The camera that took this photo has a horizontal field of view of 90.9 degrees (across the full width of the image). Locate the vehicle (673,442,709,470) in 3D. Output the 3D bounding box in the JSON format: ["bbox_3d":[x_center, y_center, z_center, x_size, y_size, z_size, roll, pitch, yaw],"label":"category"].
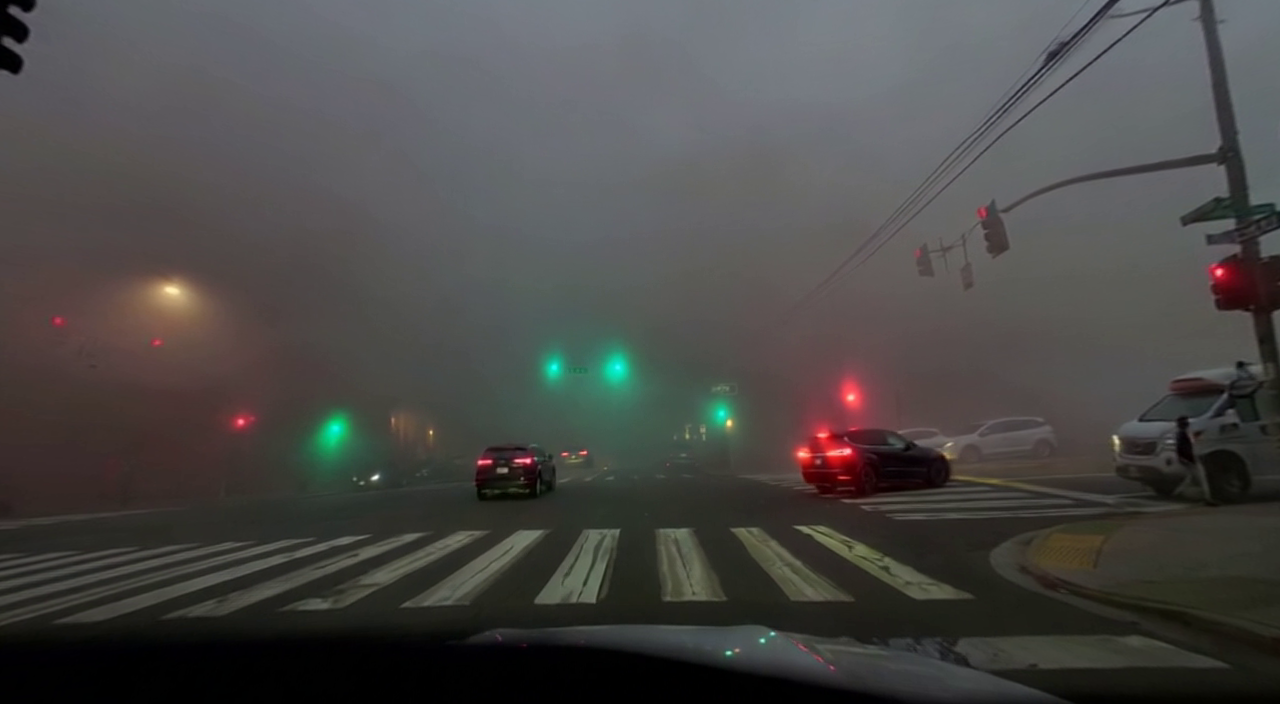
[{"bbox_3d":[3.336,6.925,42.121,1.924,1.765,3.954,0,-8,-2],"label":"vehicle"}]

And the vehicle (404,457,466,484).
[{"bbox_3d":[-12.349,7.154,38.312,1.934,1.434,4.636,-1,-8,4],"label":"vehicle"}]

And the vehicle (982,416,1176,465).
[{"bbox_3d":[13.997,2.859,20.335,4.801,1.497,1.895,0,-8,0],"label":"vehicle"}]

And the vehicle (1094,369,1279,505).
[{"bbox_3d":[11.957,1.537,11.465,5.523,2.219,2.251,0,-8,1],"label":"vehicle"}]

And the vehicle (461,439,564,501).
[{"bbox_3d":[-3.376,3.192,17.420,1.973,1.496,3.713,0,-8,2],"label":"vehicle"}]

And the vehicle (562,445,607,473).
[{"bbox_3d":[-3.037,5.958,35.371,1.916,1.487,4.535,0,-8,2],"label":"vehicle"}]

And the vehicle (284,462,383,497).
[{"bbox_3d":[-15.257,6.352,31.687,1.999,1.466,4.535,-2,-9,14],"label":"vehicle"}]

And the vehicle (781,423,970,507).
[{"bbox_3d":[5.206,2.353,13.599,2.153,1.480,4.540,-8,-11,43],"label":"vehicle"}]
